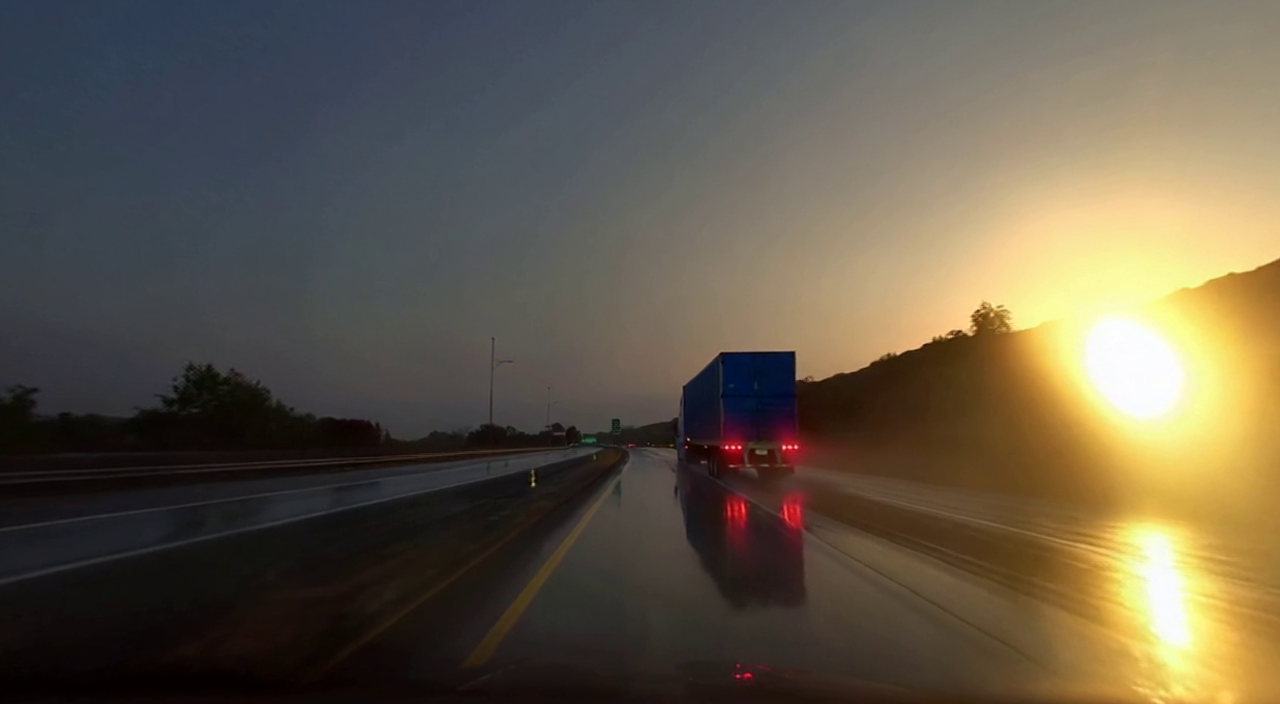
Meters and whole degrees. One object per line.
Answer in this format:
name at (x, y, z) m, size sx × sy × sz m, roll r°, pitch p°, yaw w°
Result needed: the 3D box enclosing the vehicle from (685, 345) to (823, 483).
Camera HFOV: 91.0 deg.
vehicle at (4.249, 3.014, 27.680) m, size 3.615 × 4.578 × 13.539 m, roll 0°, pitch -8°, yaw 0°
